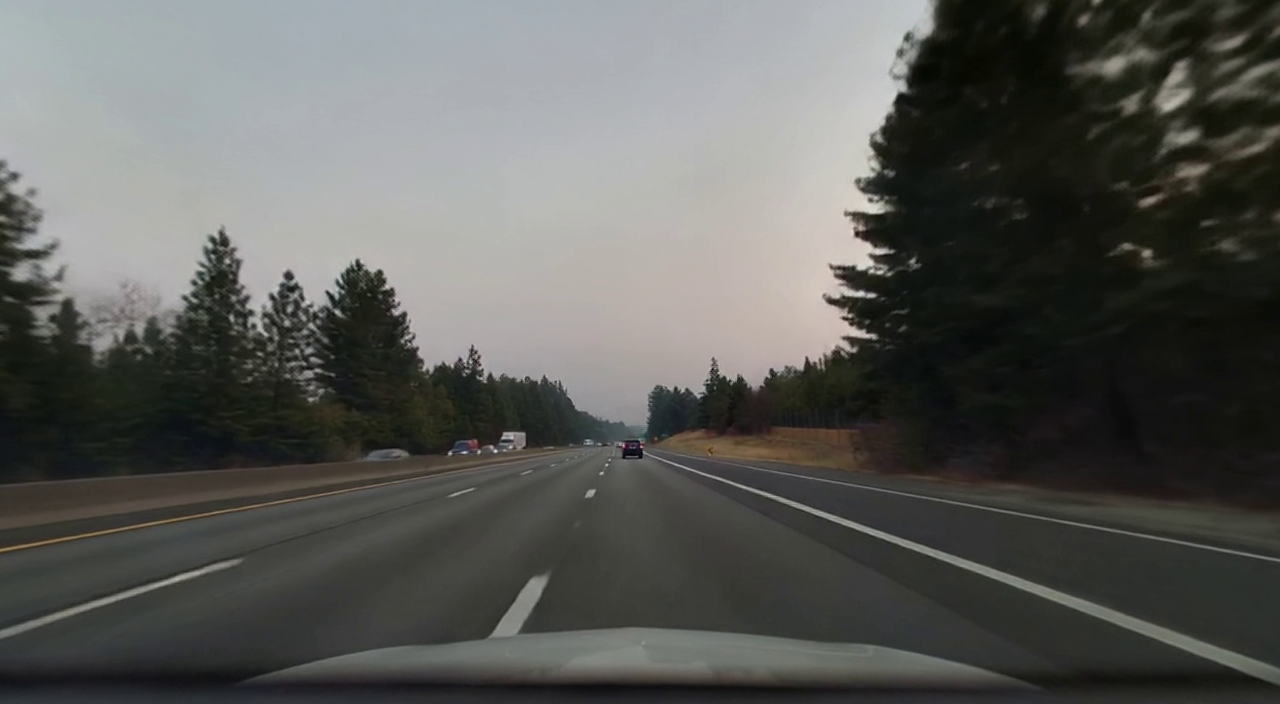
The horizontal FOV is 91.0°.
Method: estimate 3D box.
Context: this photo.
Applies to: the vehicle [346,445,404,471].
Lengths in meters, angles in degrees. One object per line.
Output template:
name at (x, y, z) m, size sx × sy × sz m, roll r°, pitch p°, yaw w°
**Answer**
vehicle at (-16.859, 6.743, 40.280) m, size 1.930 × 1.507 × 4.314 m, roll 0°, pitch -8°, yaw -2°
